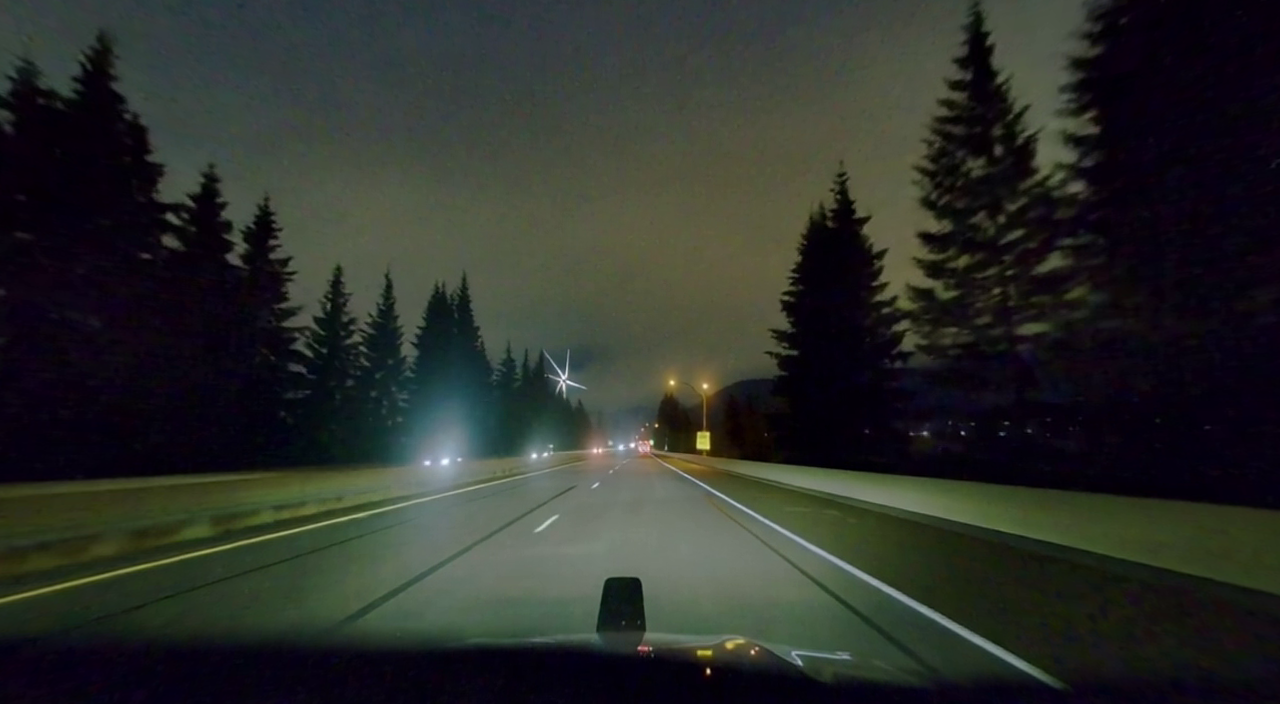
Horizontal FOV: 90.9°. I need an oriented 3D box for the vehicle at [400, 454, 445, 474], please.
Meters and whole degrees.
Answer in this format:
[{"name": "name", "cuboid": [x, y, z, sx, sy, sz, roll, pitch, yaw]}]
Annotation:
[{"name": "vehicle", "cuboid": [-16.266, 8.387, 47.332, 1.855, 1.450, 4.087, 0, -9, 1]}]
